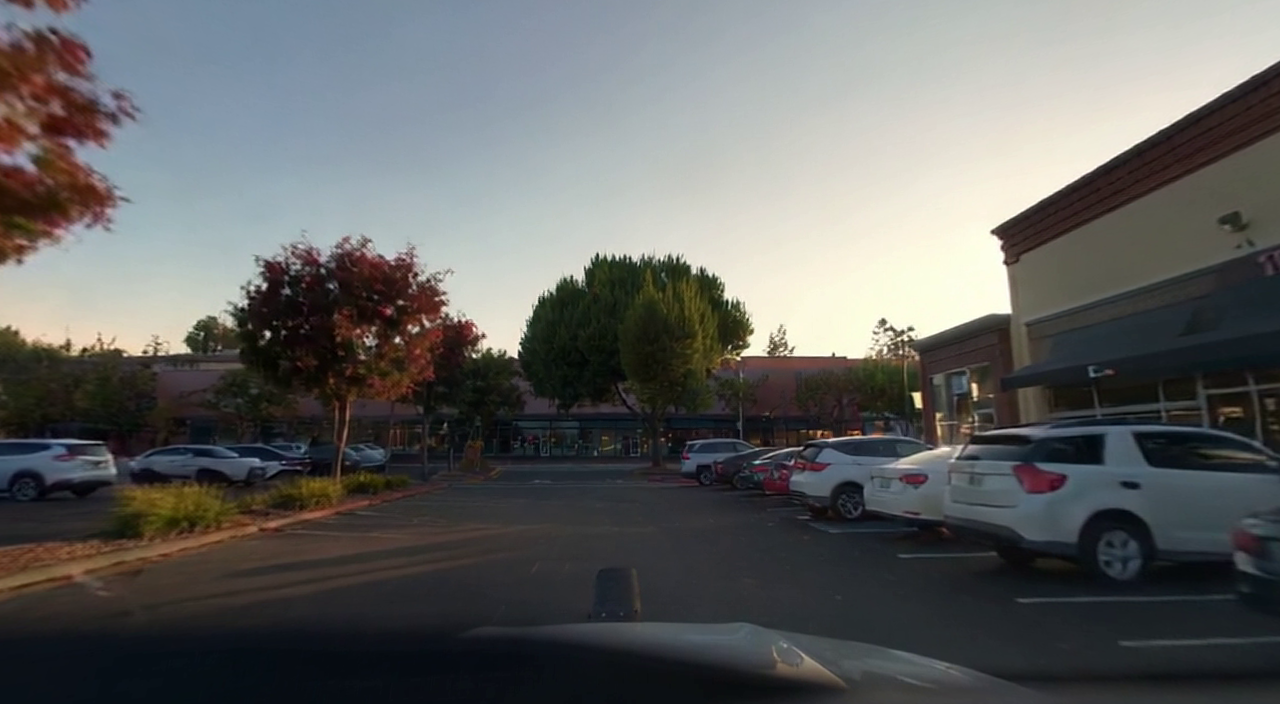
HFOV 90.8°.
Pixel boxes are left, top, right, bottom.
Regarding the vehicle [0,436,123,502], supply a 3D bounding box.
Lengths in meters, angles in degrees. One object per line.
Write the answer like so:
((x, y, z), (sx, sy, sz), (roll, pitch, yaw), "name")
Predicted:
((-15.697, 2.880, 15.713), (4.197, 1.526, 1.977), (7, -11, -40), "vehicle")

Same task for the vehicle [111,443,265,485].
((-17.609, 4.333, 24.807), (4.651, 1.494, 1.914), (6, -11, -37), "vehicle")

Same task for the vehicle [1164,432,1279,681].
((6.017, 1.210, 3.694), (4.298, 1.476, 1.921), (1, -8, -5), "vehicle")

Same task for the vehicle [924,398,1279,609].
((5.963, 1.551, 7.074), (4.409, 1.892, 2.298), (0, -8, -4), "vehicle")
